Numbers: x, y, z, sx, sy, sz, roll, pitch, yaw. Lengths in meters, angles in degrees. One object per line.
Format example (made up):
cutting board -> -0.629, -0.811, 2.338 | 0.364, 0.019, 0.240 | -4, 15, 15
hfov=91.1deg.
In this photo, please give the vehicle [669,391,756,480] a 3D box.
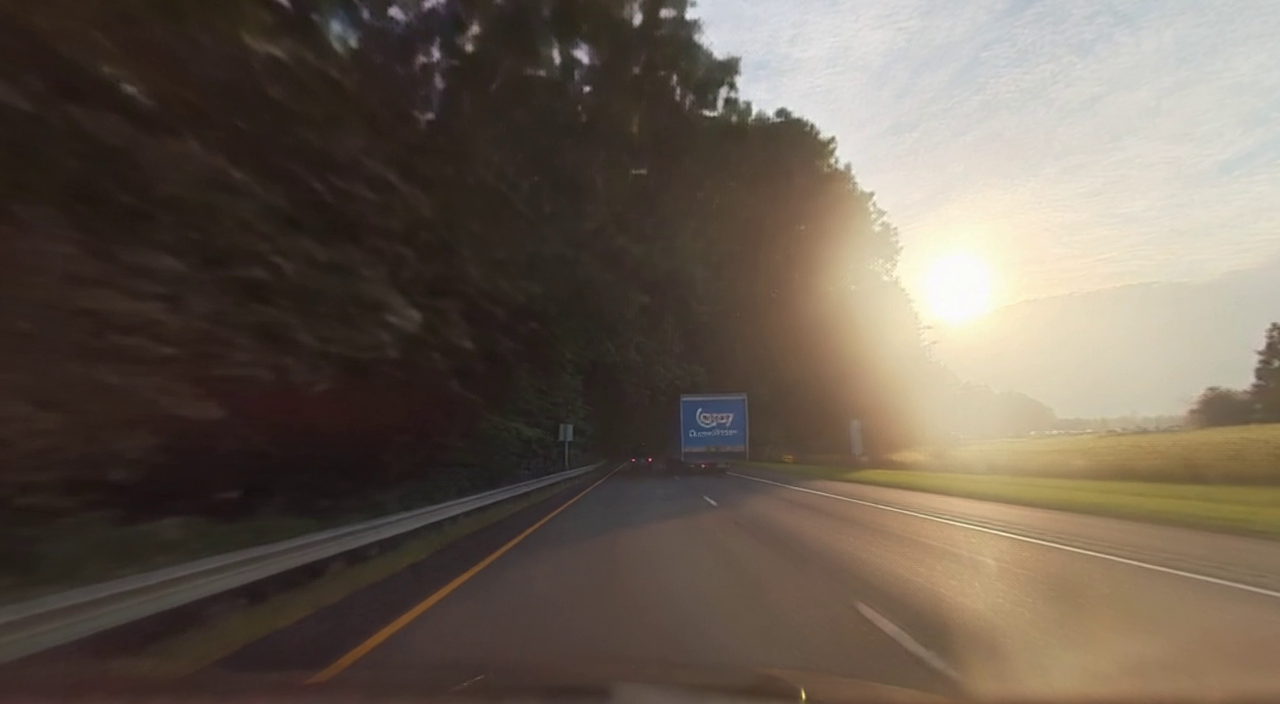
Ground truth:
vehicle -> 3.655, 4.772, 35.125 | 3.440, 4.090, 11.380 | -1, -9, 0
